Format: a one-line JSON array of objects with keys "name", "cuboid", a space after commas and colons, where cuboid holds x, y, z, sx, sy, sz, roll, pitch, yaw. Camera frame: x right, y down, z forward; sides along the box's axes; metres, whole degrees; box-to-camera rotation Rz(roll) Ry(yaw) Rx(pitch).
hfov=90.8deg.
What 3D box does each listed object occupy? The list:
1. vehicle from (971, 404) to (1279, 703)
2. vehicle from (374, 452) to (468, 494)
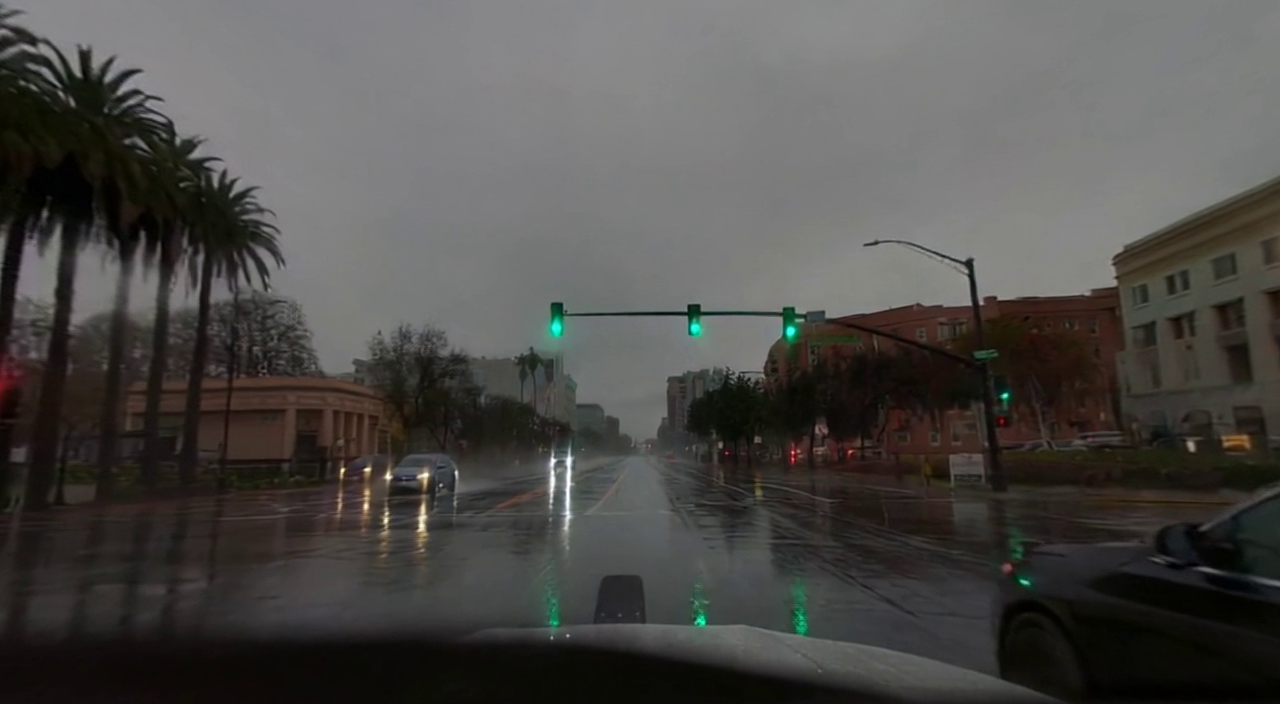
[{"name": "vehicle", "cuboid": [3.087, 0.859, 1.694, 1.997, 1.473, 4.282, 0, -9, -1]}, {"name": "vehicle", "cuboid": [-8.622, 4.781, 25.318, 2.095, 1.482, 4.523, 0, -9, 1]}]
